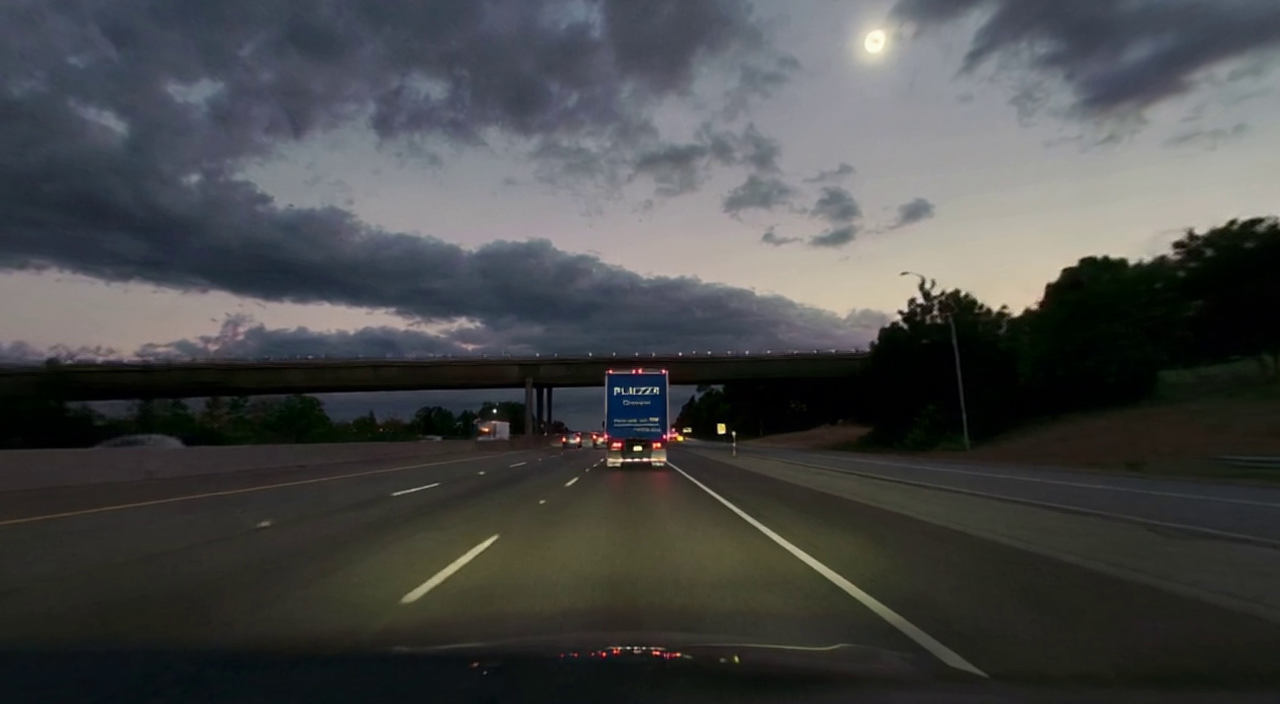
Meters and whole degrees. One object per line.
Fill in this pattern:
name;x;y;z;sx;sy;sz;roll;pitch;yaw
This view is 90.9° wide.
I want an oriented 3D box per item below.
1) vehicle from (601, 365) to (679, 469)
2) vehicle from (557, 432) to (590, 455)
vehicle;-0.127;3.254;29.942;2.926;3.959;11.818;0;-8;-1
vehicle;-5.149;7.149;49.420;2.198;1.712;4.655;0;-8;-1
